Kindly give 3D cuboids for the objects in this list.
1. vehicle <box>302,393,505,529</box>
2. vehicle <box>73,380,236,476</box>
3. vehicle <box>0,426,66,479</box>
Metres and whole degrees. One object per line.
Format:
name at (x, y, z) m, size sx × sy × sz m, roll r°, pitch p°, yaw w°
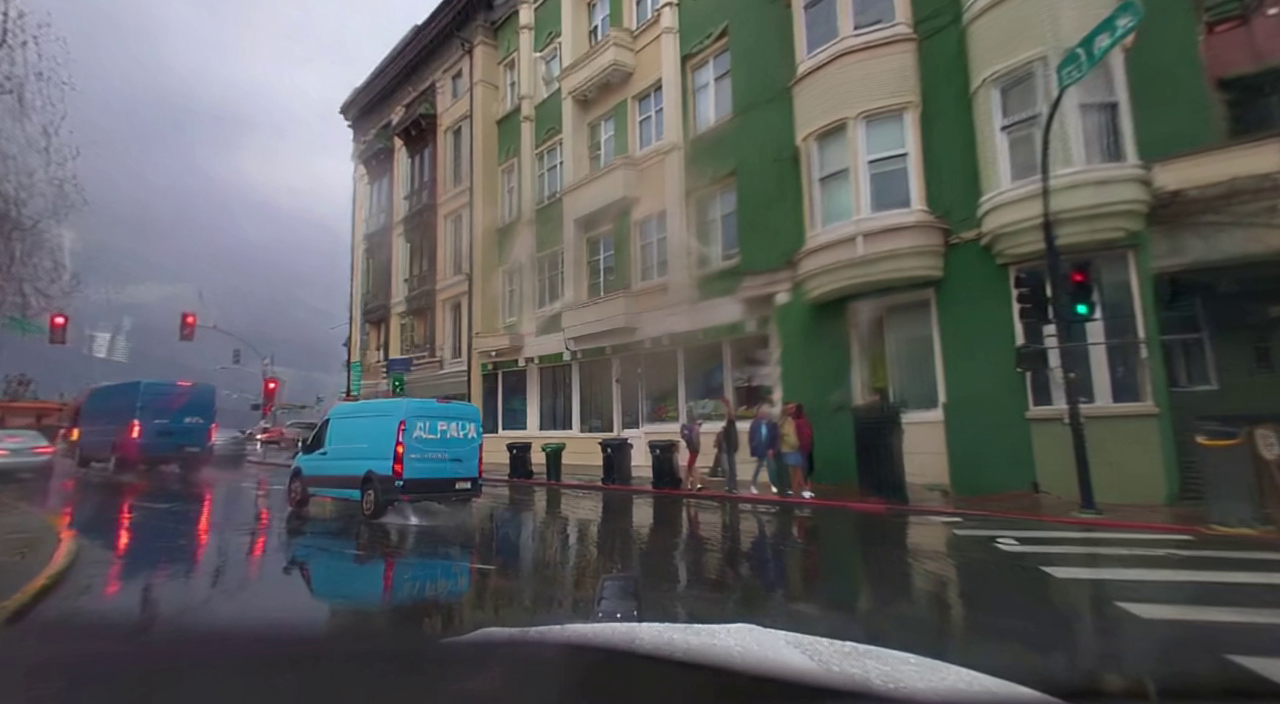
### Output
vehicle at (-4.340, 1.836, 11.177) m, size 1.951 × 1.907 × 4.266 m, roll 6°, pitch -10°, yaw -40°
vehicle at (-16.115, 2.542, 20.751) m, size 6.504 × 2.703 × 2.333 m, roll -6°, pitch -10°, yaw 36°
vehicle at (-18.926, 2.974, 18.820) m, size 3.426 × 1.461 × 1.841 m, roll -6°, pitch -9°, yaw 36°
